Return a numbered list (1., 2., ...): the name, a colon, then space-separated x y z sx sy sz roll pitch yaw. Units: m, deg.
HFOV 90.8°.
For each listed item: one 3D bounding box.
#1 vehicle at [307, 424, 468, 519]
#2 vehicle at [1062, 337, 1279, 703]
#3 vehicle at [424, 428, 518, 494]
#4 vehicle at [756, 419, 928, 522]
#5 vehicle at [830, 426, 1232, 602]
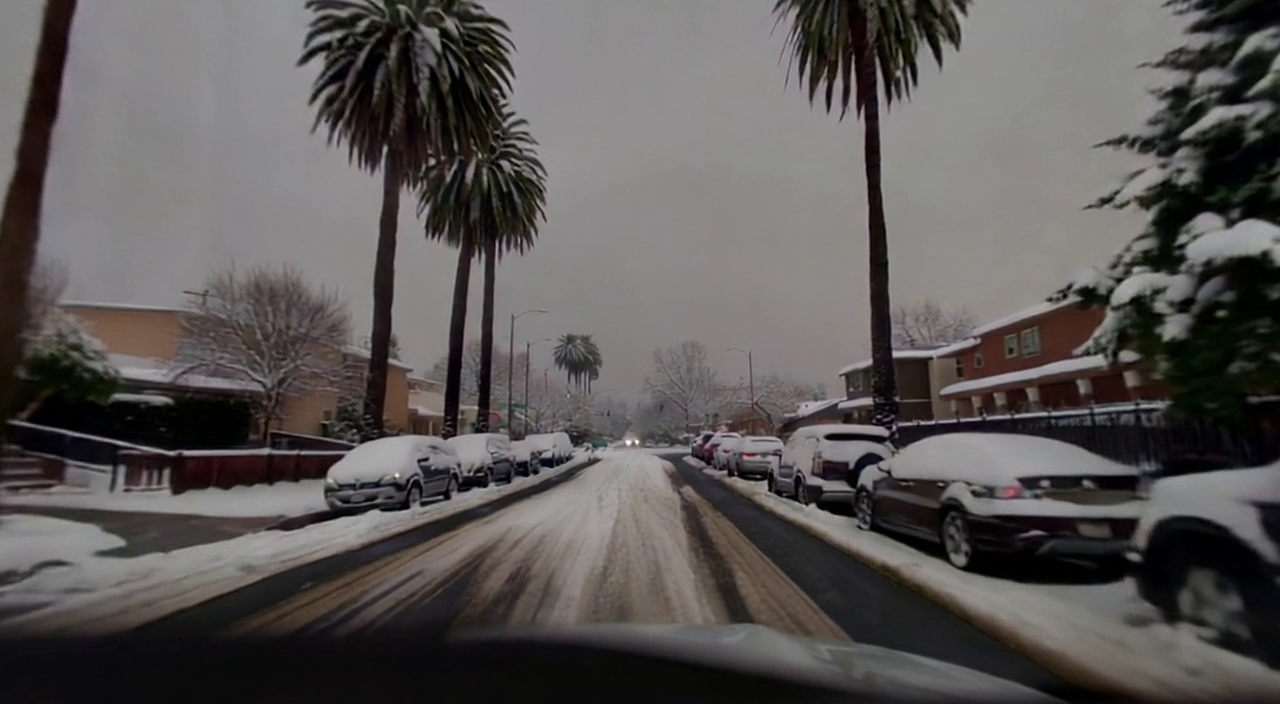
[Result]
1. vehicle: -5.505 2.639 14.508 1.947 1.803 4.381 0 -8 -1
2. vehicle: 4.107 0.761 2.254 1.964 1.889 4.708 0 -8 1
3. vehicle: -5.321 3.485 20.658 1.963 1.859 4.884 0 -8 -3
4. vehicle: 4.018 2.442 13.598 2.116 1.817 4.652 0 -8 -1
5. vehicle: 4.153 1.766 7.999 1.870 1.506 4.897 0 -8 -1
